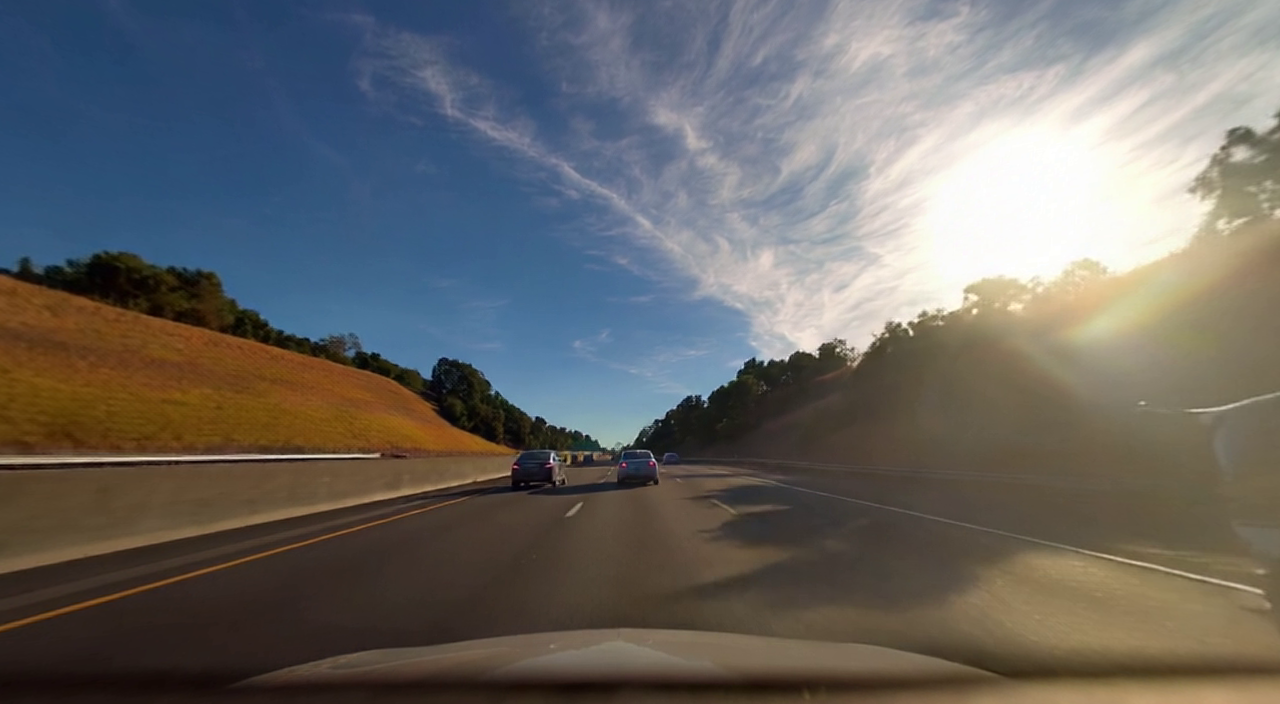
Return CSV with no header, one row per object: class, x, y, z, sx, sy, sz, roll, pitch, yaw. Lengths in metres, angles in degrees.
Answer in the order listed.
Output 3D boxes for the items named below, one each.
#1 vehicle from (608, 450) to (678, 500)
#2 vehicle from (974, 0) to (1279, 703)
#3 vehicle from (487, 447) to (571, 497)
vehicle,0.072,3.880,20.297,2.023,1.400,4.028,0,-9,0
vehicle,4.305,-0.275,1.718,3.017,3.953,6.582,0,-9,0
vehicle,-3.790,4.172,22.336,2.153,1.581,4.375,0,-9,0
